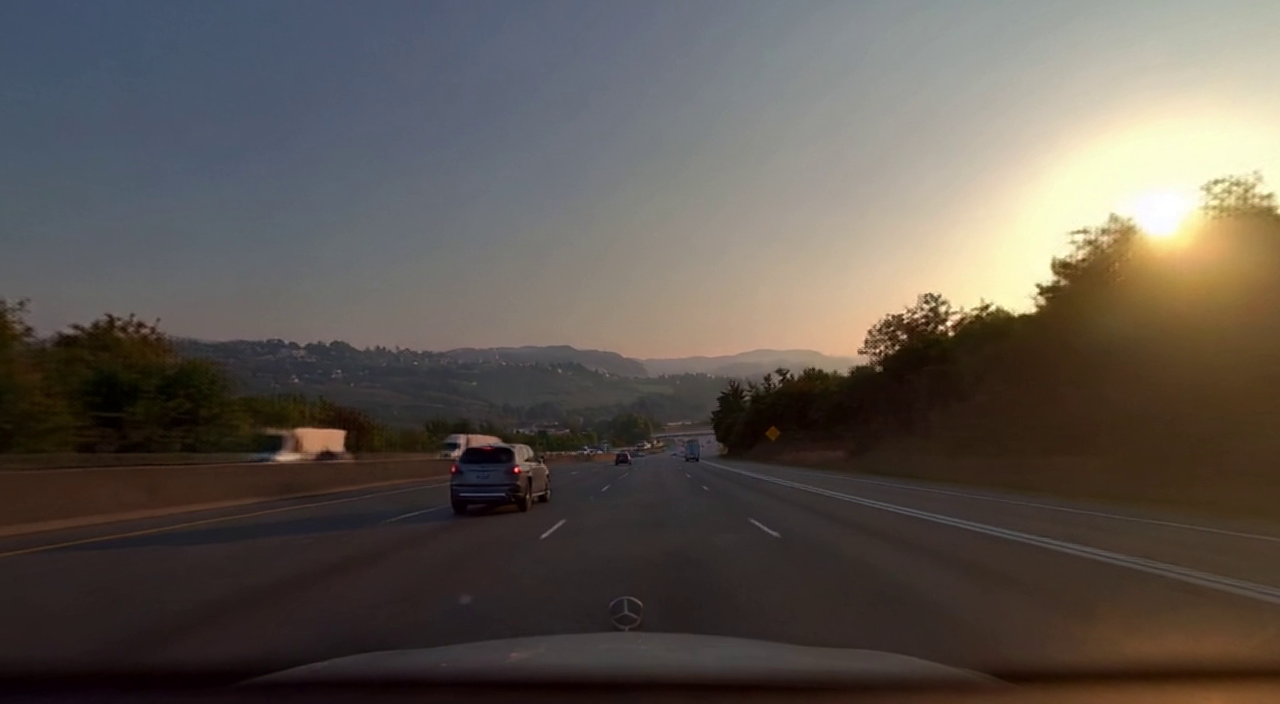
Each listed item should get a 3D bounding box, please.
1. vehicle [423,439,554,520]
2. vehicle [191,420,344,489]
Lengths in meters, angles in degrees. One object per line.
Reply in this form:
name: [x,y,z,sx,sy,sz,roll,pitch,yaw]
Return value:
vehicle: [-3.395,2.930,15.057,2.016,1.623,4.126,0,-9,1]
vehicle: [-17.949,5.025,31.141,2.612,2.928,7.459,-1,-9,3]
